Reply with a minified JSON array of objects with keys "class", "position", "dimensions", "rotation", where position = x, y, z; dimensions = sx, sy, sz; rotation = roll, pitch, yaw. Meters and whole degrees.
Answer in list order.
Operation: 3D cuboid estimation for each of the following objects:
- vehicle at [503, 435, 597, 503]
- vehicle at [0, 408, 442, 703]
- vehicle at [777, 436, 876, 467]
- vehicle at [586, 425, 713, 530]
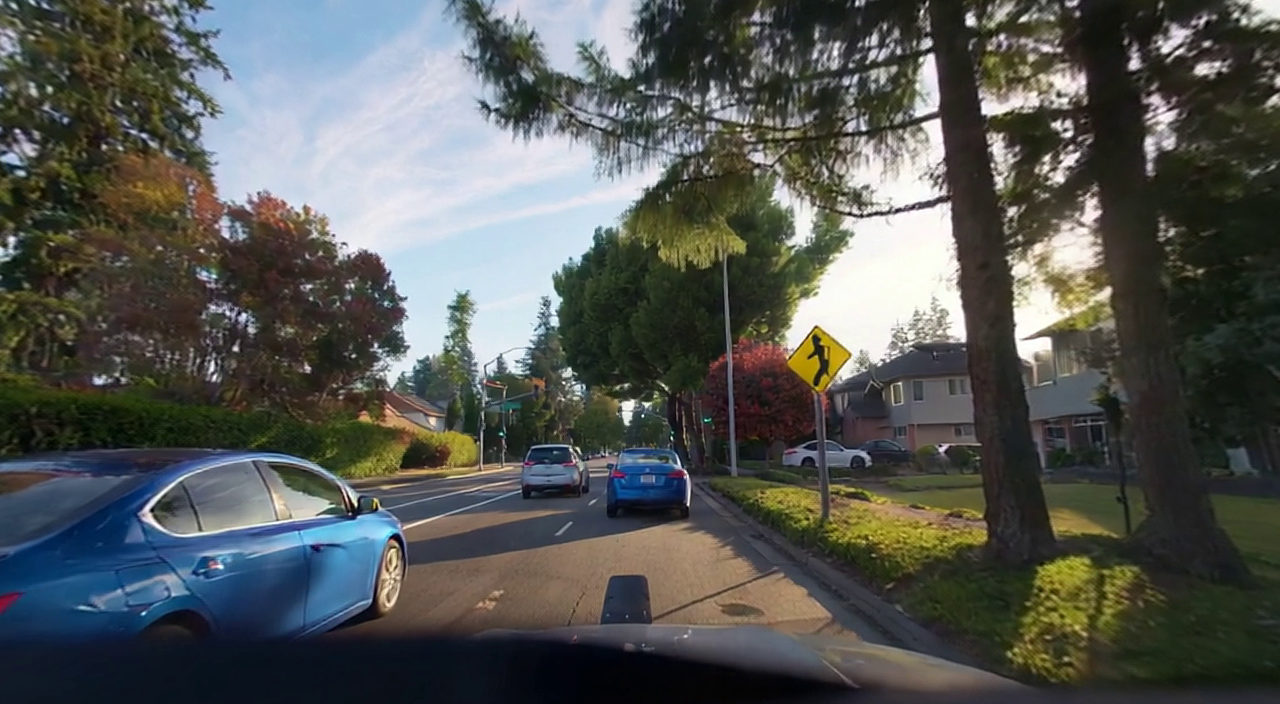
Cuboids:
[{"class":"vehicle","position":[-2.478,3.349,18.508],"dimensions":[2.000,1.737,4.133],"rotation":[-1,-8,2]},{"class":"vehicle","position":[-2.855,1.140,3.375],"dimensions":[1.968,1.472,4.685],"rotation":[-1,-8,1]},{"class":"vehicle","position":[9.523,5.127,32.394],"dimensions":[4.456,1.504,1.914],"rotation":[0,-8,1]},{"class":"vehicle","position":[0.204,2.398,12.576],"dimensions":[2.120,1.718,3.909],"rotation":[-1,-8,2]}]
